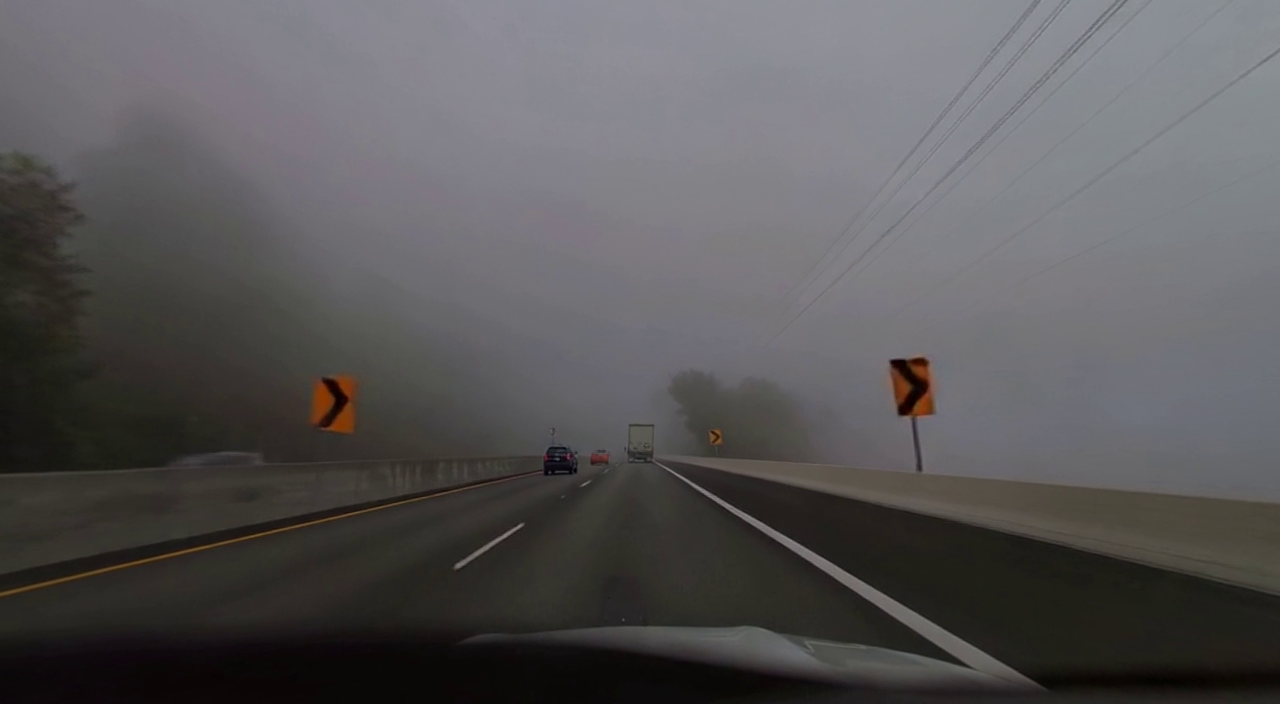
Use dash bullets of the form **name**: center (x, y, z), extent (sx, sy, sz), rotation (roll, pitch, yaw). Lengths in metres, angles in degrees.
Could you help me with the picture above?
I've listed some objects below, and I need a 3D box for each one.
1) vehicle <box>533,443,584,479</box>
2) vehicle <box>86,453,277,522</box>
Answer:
- **vehicle**: center (-4.201, 5.647, 32.991), extent (2.111, 1.735, 4.066), rotation (0, -9, 0)
- **vehicle**: center (-12.339, 3.622, 17.452), extent (1.849, 1.593, 4.548), rotation (0, -9, 0)
